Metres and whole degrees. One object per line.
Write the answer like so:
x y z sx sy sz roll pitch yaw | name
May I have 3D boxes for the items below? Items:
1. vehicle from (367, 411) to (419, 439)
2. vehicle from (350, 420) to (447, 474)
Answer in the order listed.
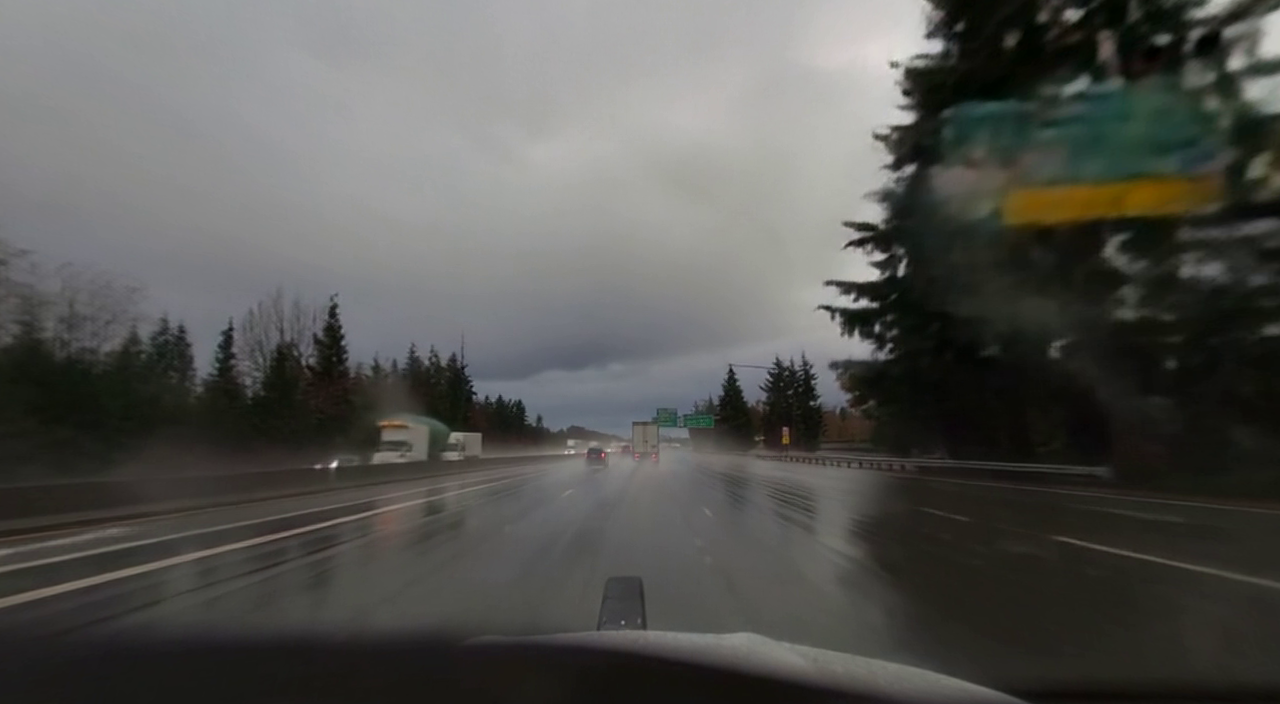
-17.134 5.139 44.000 1.866 1.761 4.683 -2 -8 -1 | vehicle
-17.277 6.950 46.184 3.018 3.494 10.321 0 -9 0 | vehicle
